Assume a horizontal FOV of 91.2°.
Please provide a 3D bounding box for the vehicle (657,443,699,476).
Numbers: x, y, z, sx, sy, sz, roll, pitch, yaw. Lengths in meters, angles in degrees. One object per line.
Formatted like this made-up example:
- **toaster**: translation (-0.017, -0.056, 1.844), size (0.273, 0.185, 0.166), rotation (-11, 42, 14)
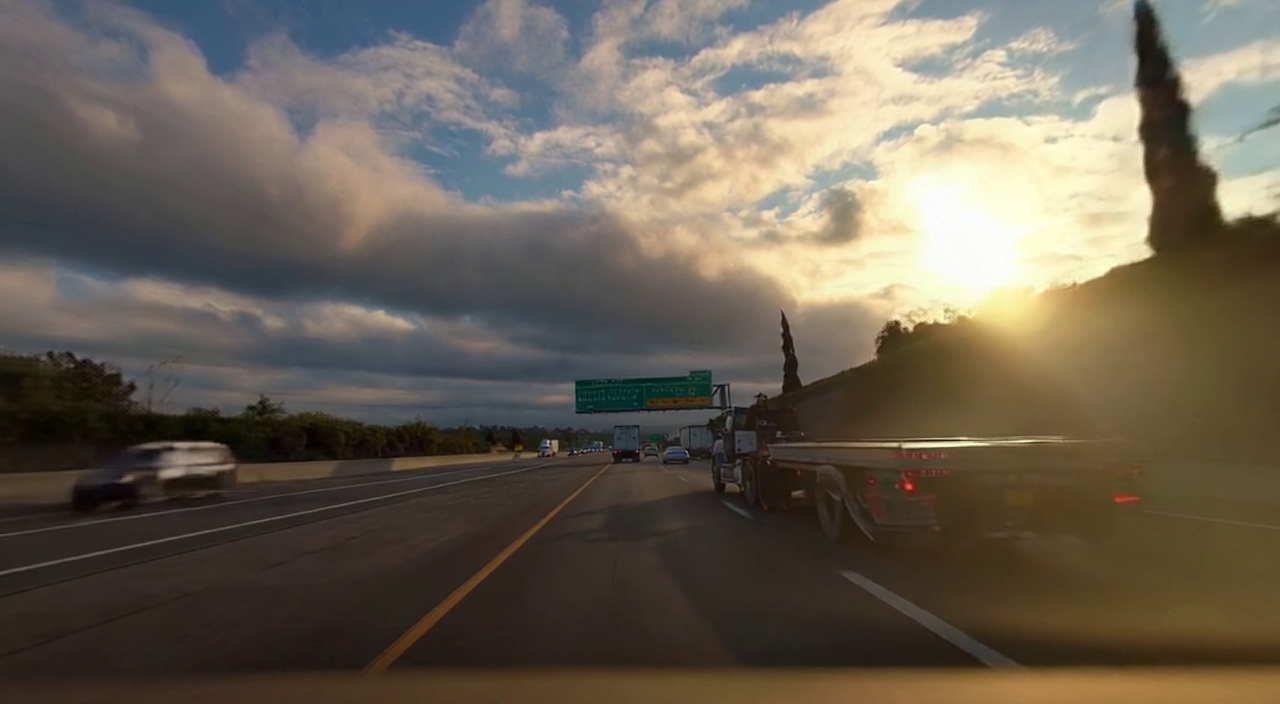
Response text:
- **vehicle**: translation (2.084, 5.717, 33.603), size (2.127, 1.642, 3.899), rotation (-1, -9, 5)

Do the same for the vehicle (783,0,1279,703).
- **vehicle**: translation (3.914, 0.261, 6.343), size (2.816, 4.086, 8.486), rotation (0, -9, 0)

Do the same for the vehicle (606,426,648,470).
- **vehicle**: translation (-0.780, 6.619, 43.095), size (2.506, 2.743, 6.093), rotation (-1, -9, 2)
